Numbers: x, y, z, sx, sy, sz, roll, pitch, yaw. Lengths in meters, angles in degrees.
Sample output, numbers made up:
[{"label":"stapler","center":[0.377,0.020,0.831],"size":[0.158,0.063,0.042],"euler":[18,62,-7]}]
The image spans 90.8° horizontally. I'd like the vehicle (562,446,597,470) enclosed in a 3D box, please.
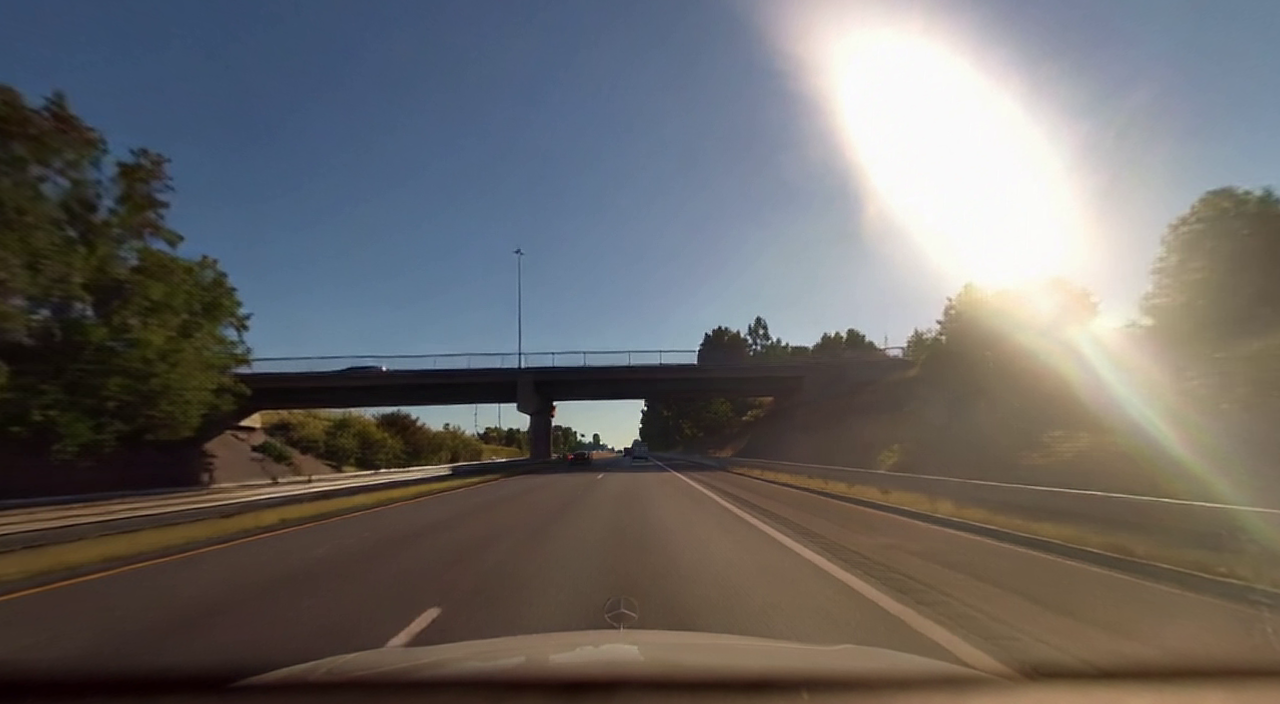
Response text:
[{"label":"vehicle","center":[-4.395,7.784,46.521],"size":[2.076,1.637,4.526],"euler":[0,-9,0]}]
